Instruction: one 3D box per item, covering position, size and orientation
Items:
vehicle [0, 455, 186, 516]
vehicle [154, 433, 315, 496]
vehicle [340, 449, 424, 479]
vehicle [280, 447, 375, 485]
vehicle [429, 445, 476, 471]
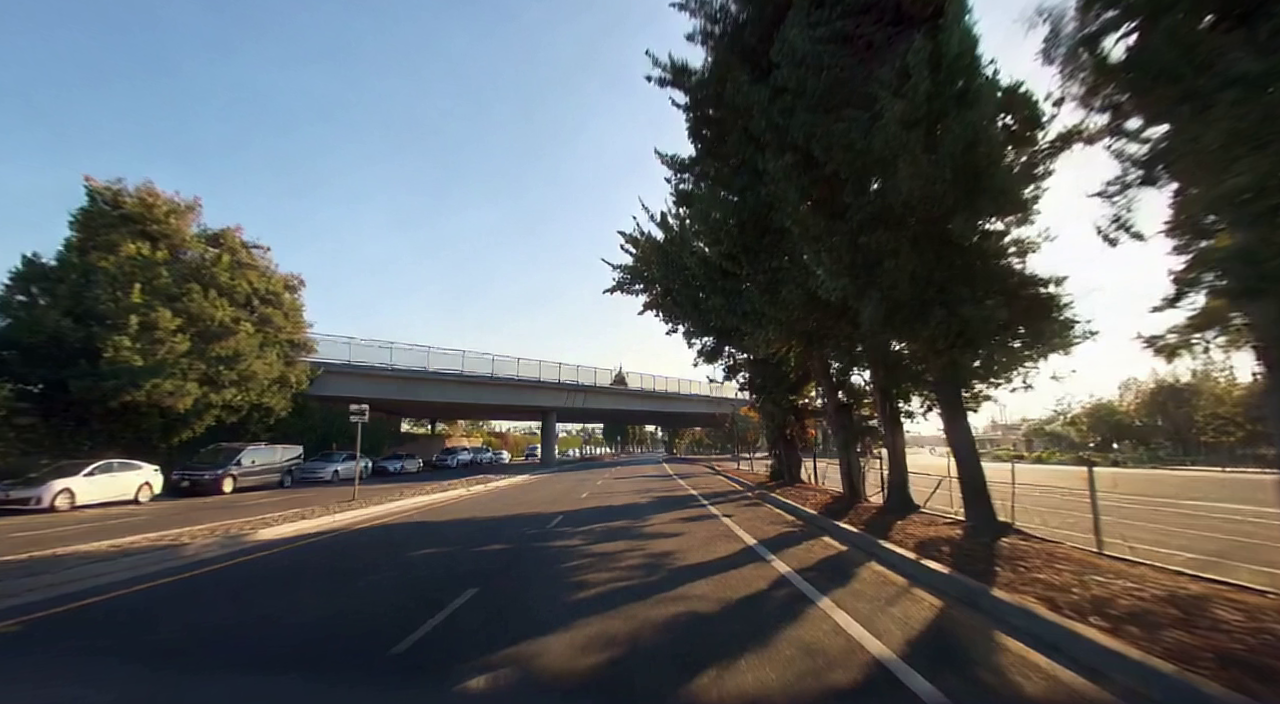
[{"bbox_3d":[-14.654,3.458,16.853,1.875,1.353,4.075,1,-9,2],"label":"vehicle"},{"bbox_3d":[-14.397,4.080,22.963,2.074,1.910,5.314,3,-10,2],"label":"vehicle"},{"bbox_3d":[-13.896,6.047,34.467,2.155,1.477,5.369,-1,-8,3],"label":"vehicle"},{"bbox_3d":[-13.976,5.114,28.597,1.908,1.559,4.301,0,-9,3],"label":"vehicle"},{"bbox_3d":[-13.391,7.571,45.395,1.903,1.703,4.346,1,-9,1],"label":"vehicle"}]
